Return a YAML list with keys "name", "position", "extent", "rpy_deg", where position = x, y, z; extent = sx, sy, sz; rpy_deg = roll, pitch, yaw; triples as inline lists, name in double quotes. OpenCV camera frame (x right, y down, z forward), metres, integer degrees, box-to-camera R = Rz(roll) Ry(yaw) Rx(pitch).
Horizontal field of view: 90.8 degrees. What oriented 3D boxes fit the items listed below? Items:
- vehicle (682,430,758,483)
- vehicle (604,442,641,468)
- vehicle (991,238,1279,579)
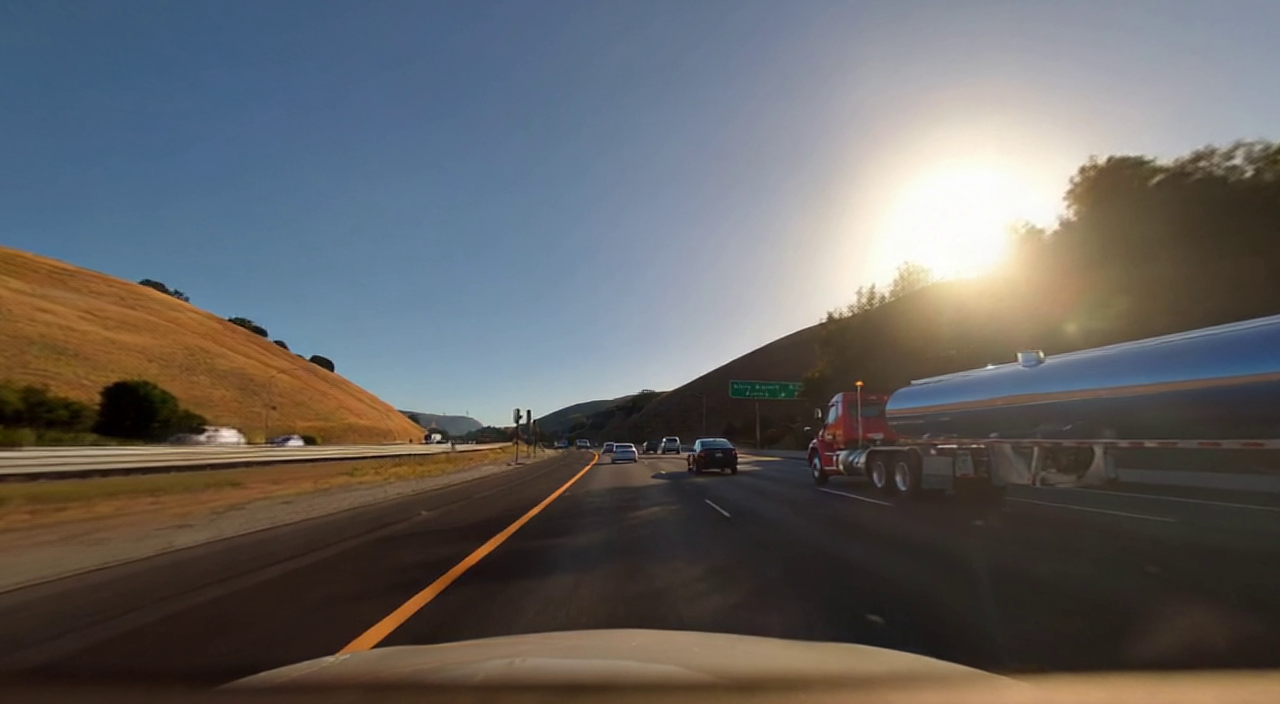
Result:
- name: "vehicle"
  position: [2.871, 3.902, 23.846]
  extent: [2.098, 1.794, 4.561]
  rpy_deg: [0, -9, -2]
- name: "vehicle"
  position: [-1.088, 6.100, 37.529]
  extent: [2.083, 1.477, 3.965]
  rpy_deg: [0, -9, -3]
- name: "vehicle"
  position: [7.499, 0.502, 5.813]
  extent: [2.805, 3.212, 9.978]
  rpy_deg: [0, -9, 0]
